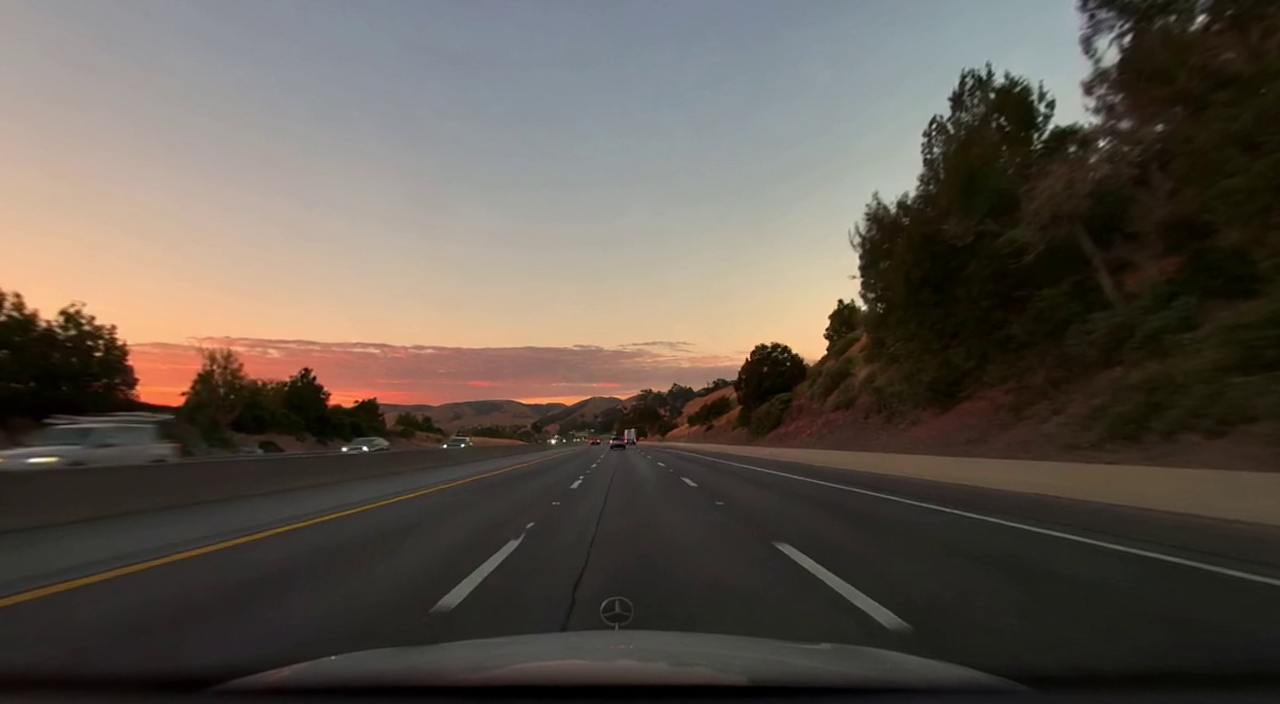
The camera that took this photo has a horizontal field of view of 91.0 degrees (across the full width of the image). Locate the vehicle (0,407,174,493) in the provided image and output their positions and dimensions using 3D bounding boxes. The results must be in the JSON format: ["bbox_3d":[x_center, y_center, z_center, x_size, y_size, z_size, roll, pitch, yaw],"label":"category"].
[{"bbox_3d":[-15.984,2.682,17.389,2.107,1.988,5.424,0,-8,-1],"label":"vehicle"}]
